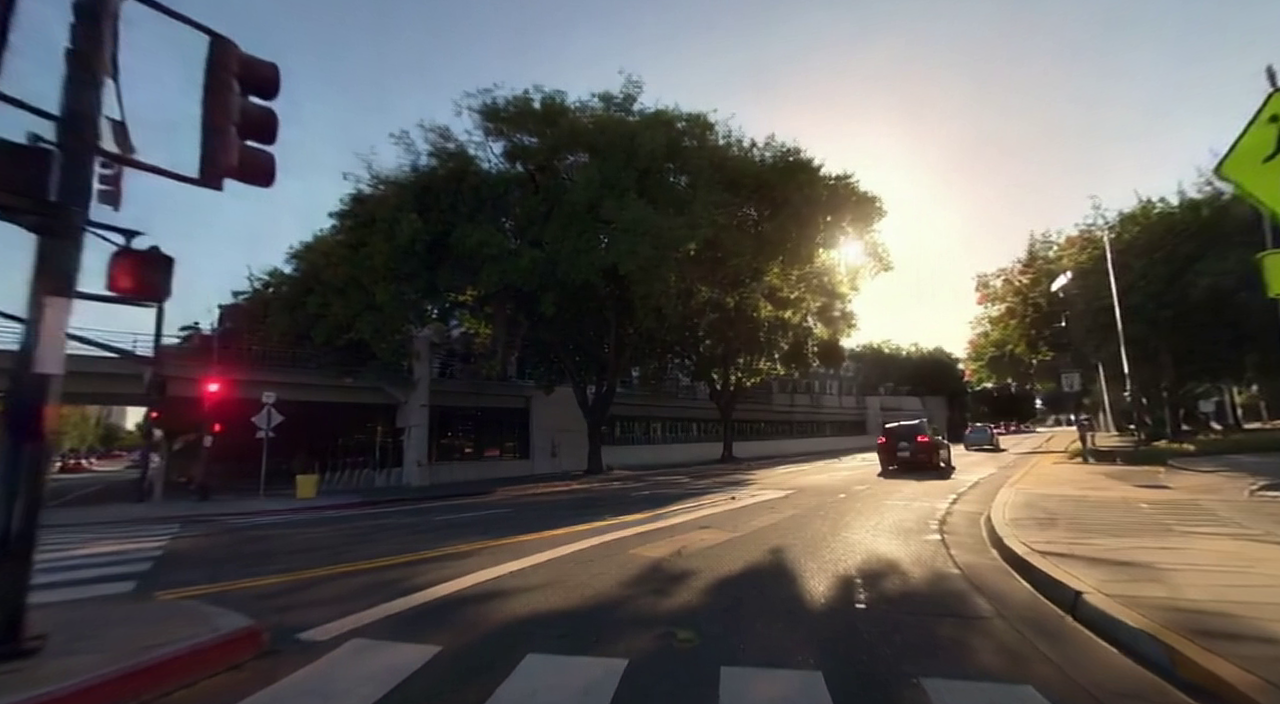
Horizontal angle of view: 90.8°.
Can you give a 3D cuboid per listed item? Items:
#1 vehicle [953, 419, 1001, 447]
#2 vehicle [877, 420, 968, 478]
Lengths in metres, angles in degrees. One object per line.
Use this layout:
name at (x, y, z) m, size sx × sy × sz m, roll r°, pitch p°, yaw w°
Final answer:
vehicle at (24.714, 5.962, 46.228) m, size 2.122 × 1.954 × 5.144 m, roll -7°, pitch -11°, yaw 37°
vehicle at (9.169, 3.104, 20.339) m, size 1.908 × 1.622 × 4.166 m, roll -6°, pitch -10°, yaw 33°
